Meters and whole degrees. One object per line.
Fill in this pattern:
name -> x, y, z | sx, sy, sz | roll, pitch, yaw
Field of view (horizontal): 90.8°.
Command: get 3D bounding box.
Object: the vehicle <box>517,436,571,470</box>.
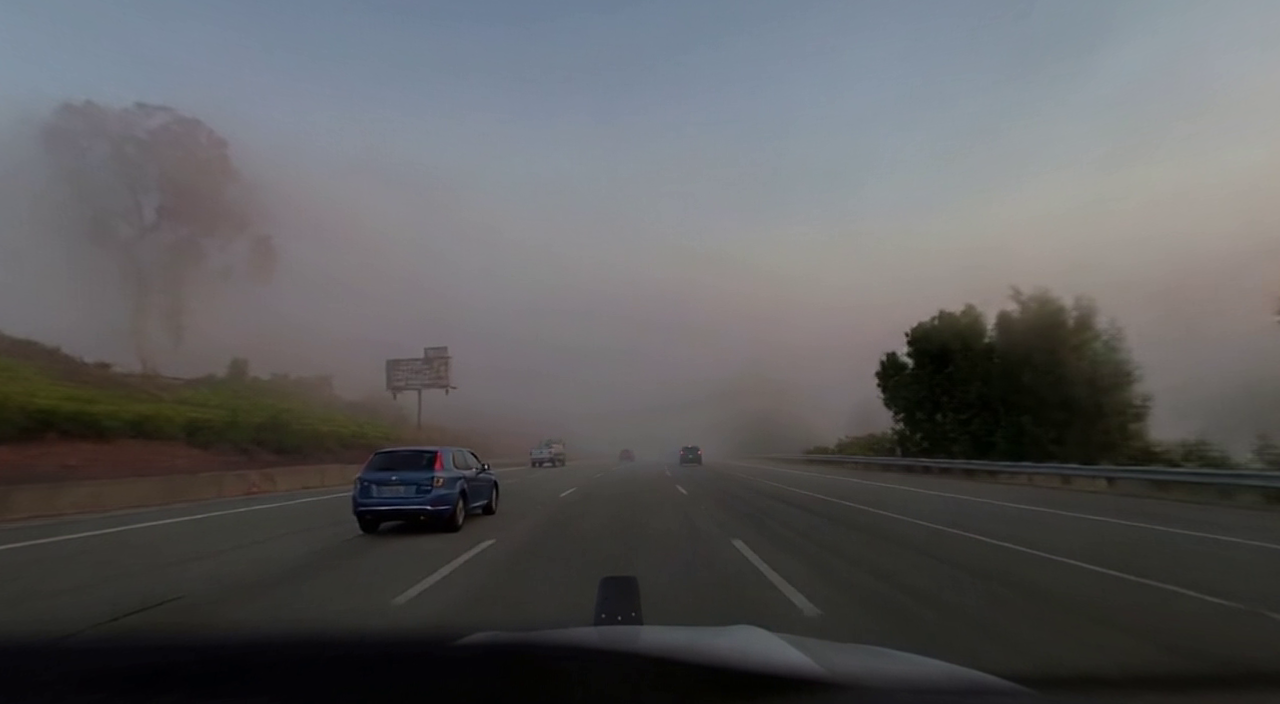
vehicle -> -6.197, 6.663, 41.748 | 2.383, 2.048, 5.875 | 0, -9, 3

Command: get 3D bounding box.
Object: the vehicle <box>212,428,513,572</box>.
vehicle -> -3.355, 1.894, 8.889 | 2.192, 1.482, 4.454 | 0, -9, 0

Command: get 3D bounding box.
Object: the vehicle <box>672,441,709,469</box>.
vehicle -> 3.401, 7.123, 43.639 | 2.211, 1.814, 4.404 | 0, -9, 0
